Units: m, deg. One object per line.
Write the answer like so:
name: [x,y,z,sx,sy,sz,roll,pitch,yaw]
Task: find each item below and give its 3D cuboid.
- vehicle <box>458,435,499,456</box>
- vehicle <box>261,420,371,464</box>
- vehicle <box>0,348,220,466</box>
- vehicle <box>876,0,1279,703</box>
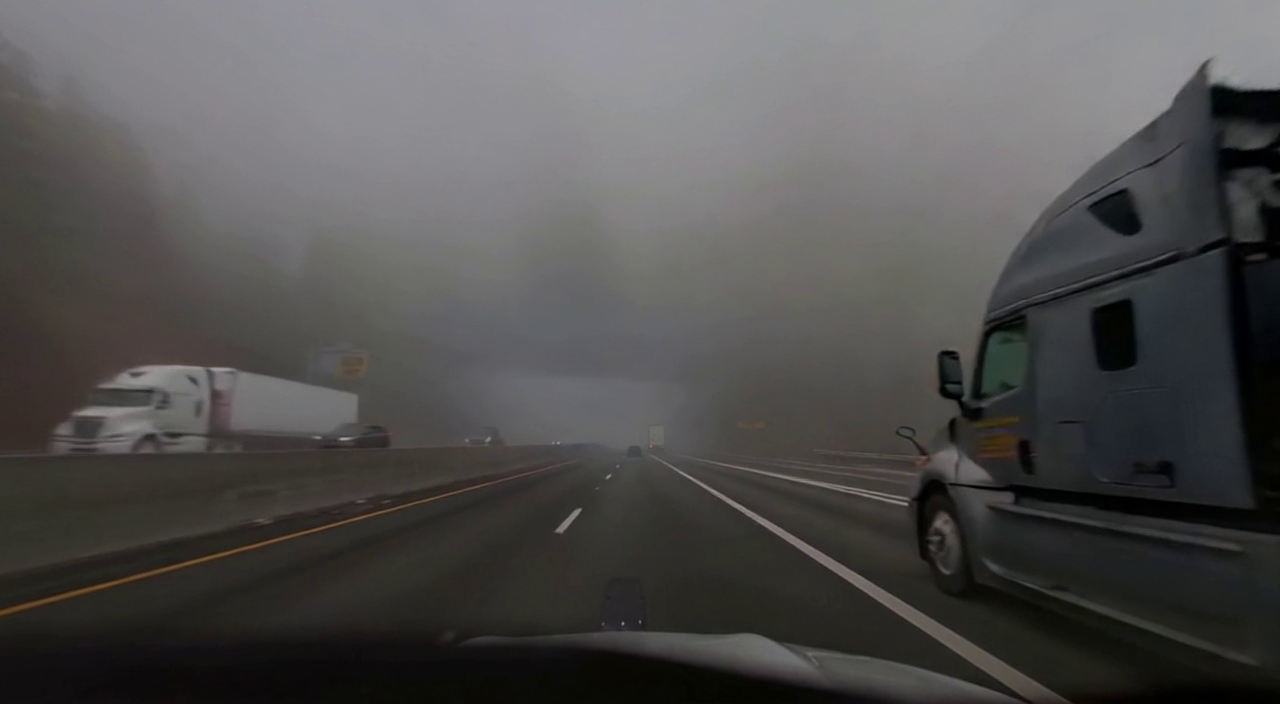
vehicle: [-12.210,7.101,47.825,1.881,1.457,4.387,0,-9,1]
vehicle: [-12.202,3.450,24.103,1.862,1.504,4.333,0,-9,0]
vehicle: [-19.498,2.240,23.834,2.949,3.933,5.897,0,-9,0]
vehicle: [4.476,0.048,4.768,3.000,3.889,6.005,0,-9,1]
